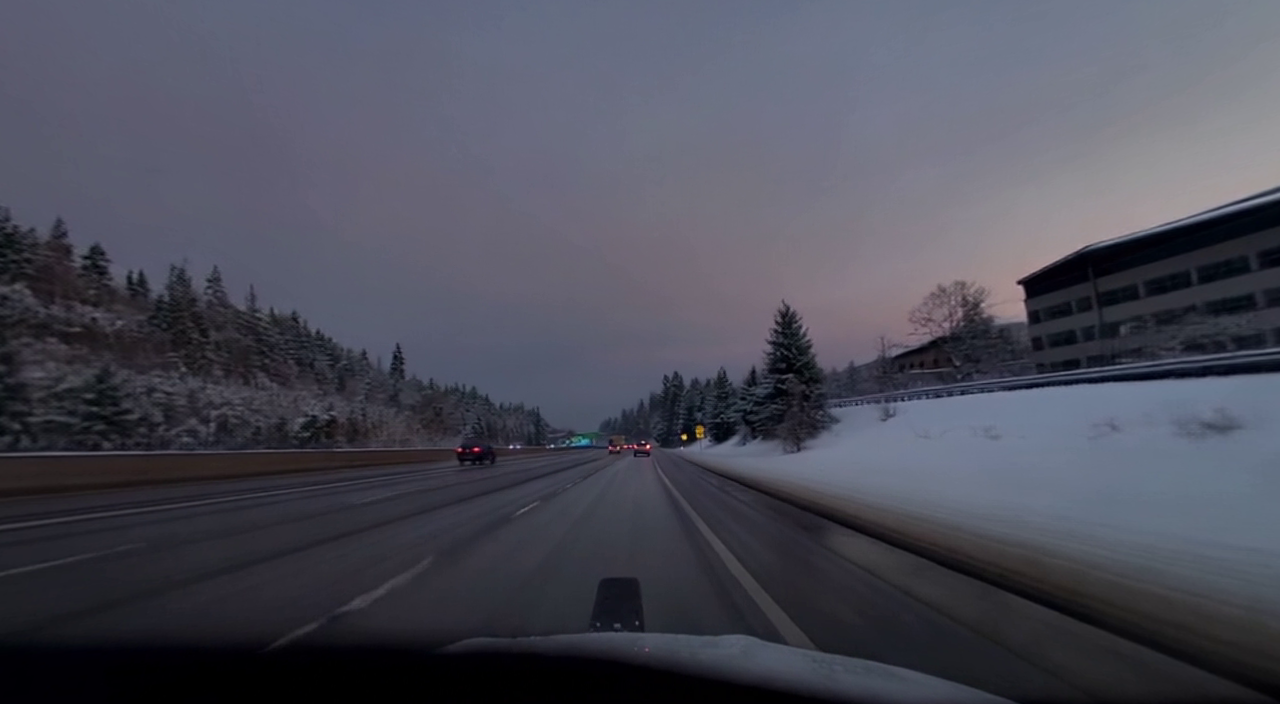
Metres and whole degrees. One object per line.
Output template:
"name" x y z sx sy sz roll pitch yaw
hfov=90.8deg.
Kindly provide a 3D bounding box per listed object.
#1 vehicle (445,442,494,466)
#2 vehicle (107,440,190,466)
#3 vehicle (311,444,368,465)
"vehicle" -11.011 6.632 41.120 1.914 1.440 4.467 0 -8 1
"vehicle" -34.544 7.079 44.569 1.985 1.700 4.619 -1 -8 2
"vehicle" -22.306 7.629 47.128 1.859 1.473 4.684 0 -8 2
